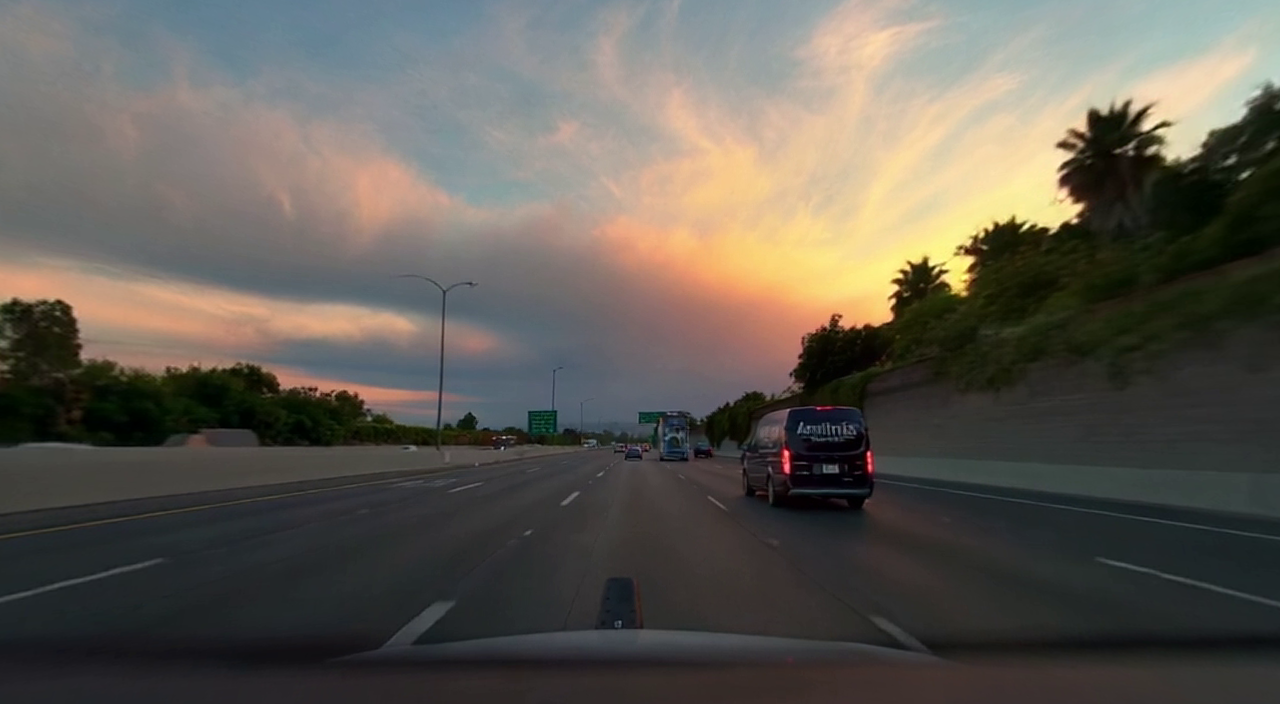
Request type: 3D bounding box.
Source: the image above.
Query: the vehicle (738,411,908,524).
[{"bbox_3d":[3.554,2.365,13.422,2.035,1.931,4.841,0,-9,-2],"label":"vehicle"}]
